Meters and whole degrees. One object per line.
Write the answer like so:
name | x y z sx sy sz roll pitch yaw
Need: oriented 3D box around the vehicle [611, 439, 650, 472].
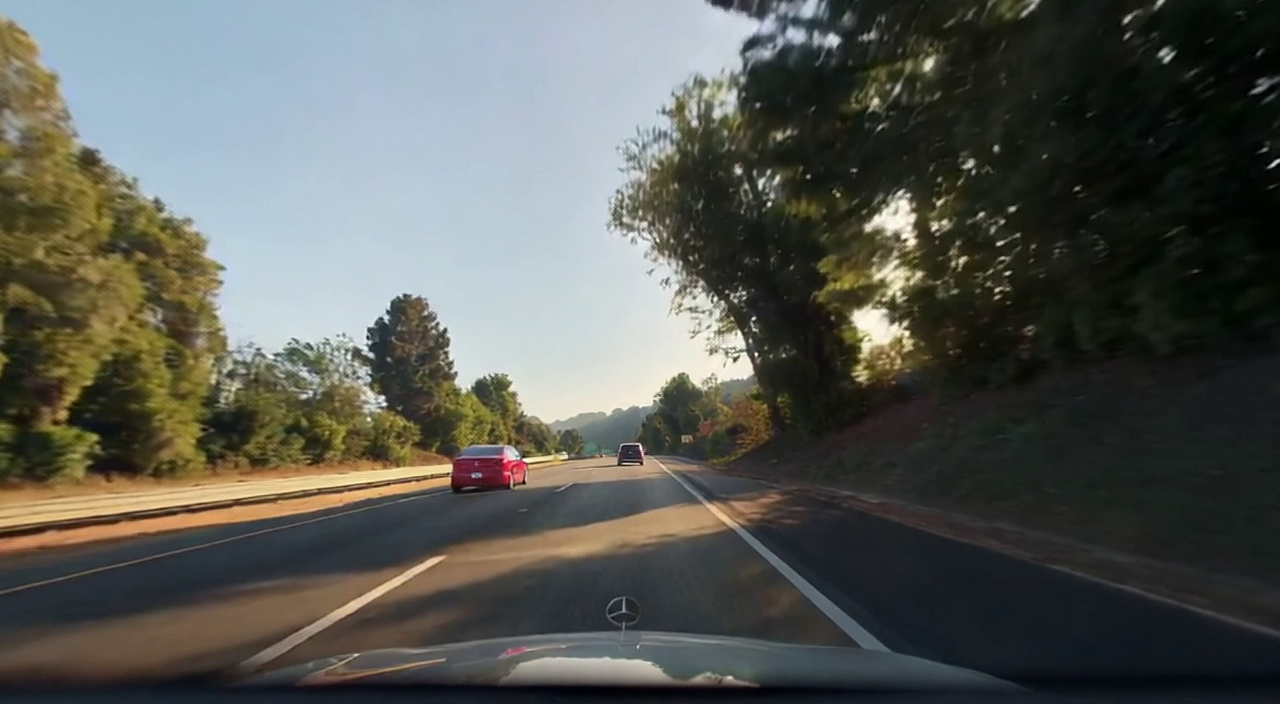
vehicle | -0.561 5.922 36.223 2.126 1.786 3.958 0 -9 -1

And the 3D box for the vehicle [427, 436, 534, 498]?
vehicle | -4.690 3.453 19.287 2.113 1.656 4.215 0 -9 1
